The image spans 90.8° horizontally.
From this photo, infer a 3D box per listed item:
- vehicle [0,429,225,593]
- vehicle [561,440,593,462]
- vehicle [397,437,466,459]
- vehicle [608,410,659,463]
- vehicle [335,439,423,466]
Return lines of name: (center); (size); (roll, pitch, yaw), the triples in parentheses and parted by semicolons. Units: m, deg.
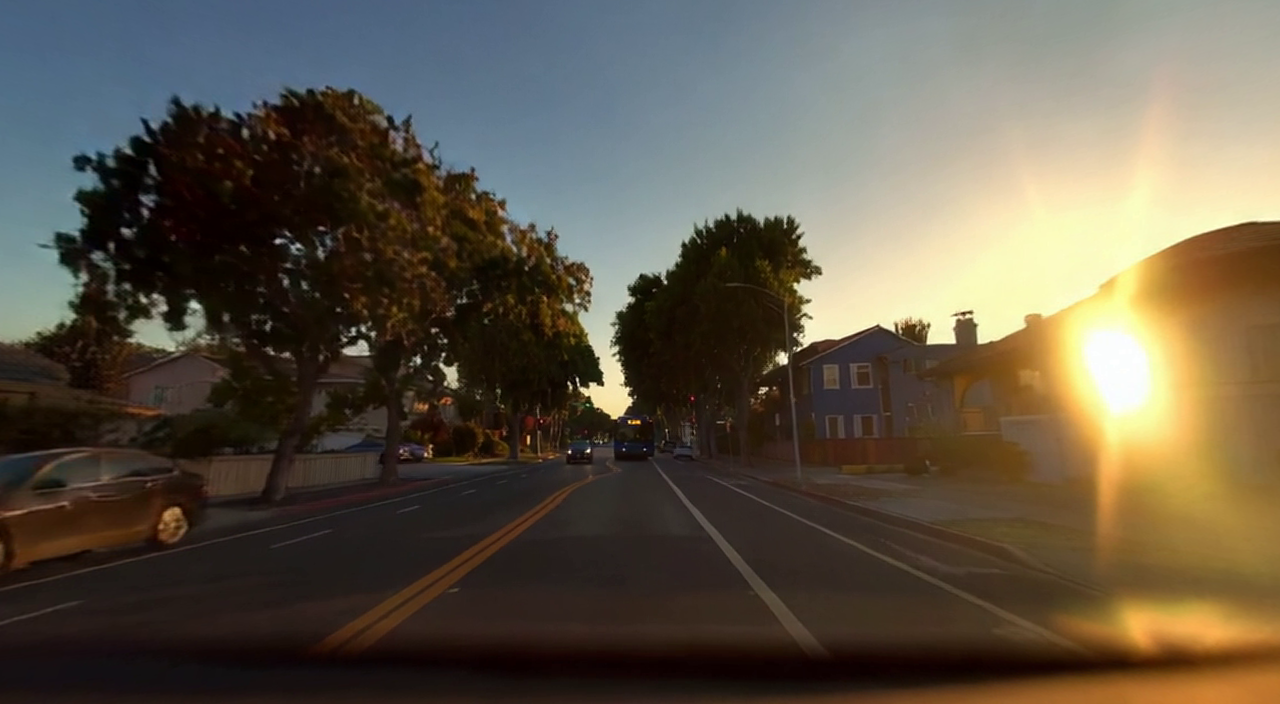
vehicle: (-7.897, 2.029, 8.322); (1.898, 1.755, 4.603); (-5, -9, -1)
vehicle: (-4.479, 7.104, 45.450); (1.925, 1.489, 4.235); (0, -8, -1)
vehicle: (-16.340, 7.518, 49.698); (4.778, 1.565, 1.919); (-1, -5, 0)
vehicle: (-0.311, 6.211, 46.294); (3.031, 3.200, 13.052); (3, -8, 1)
vehicle: (-15.631, 6.035, 38.018); (4.481, 1.591, 1.807); (0, -8, -1)
